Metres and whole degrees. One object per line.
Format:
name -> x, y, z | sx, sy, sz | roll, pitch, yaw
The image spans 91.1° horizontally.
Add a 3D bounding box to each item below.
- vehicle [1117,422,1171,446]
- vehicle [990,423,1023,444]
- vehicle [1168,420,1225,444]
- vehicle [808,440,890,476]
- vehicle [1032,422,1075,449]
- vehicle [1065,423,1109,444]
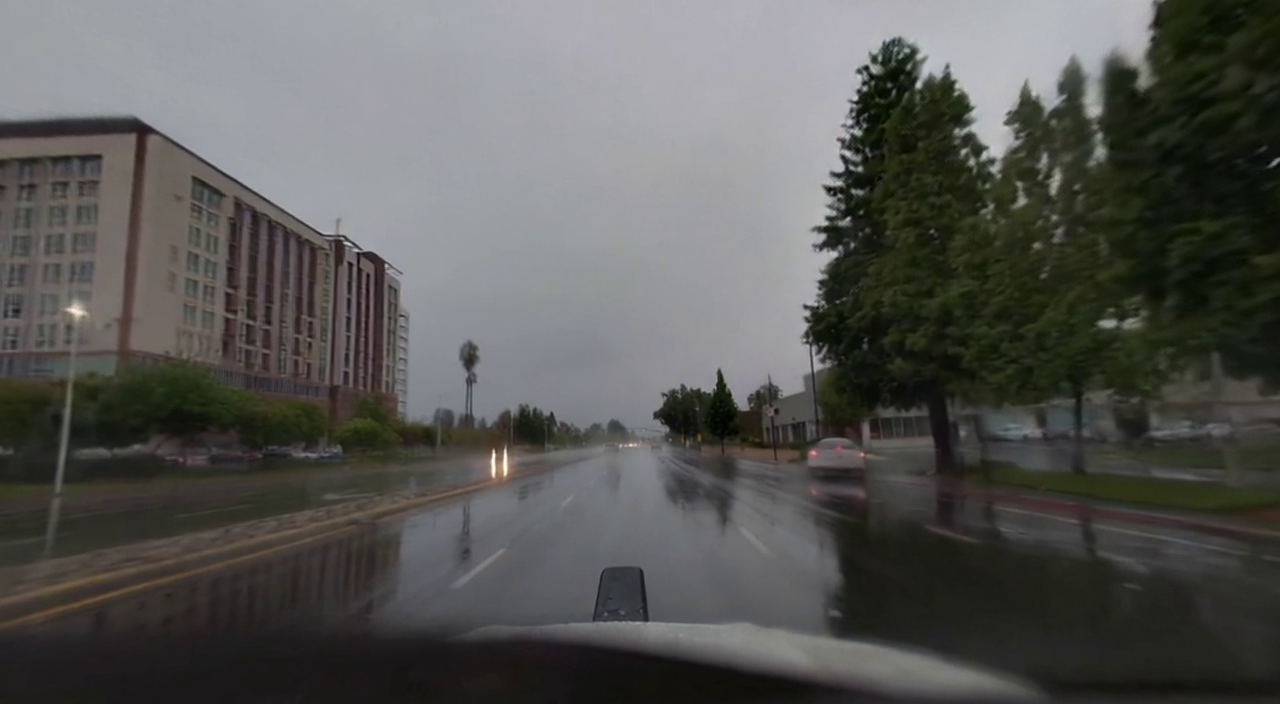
vehicle -> 33.712, 5.529, 42.132 | 1.916, 1.491, 4.491 | -4, -9, 28
vehicle -> 28.482, 6.369, 48.873 | 1.797, 1.498, 4.412 | -3, -9, 25
vehicle -> 36.549, 5.327, 41.309 | 1.778, 1.477, 3.942 | -4, -9, 27
vehicle -> 10.922, 5.434, 32.601 | 2.129, 1.696, 5.061 | -7, -11, 42
vehicle -> 28.085, 5.723, 42.755 | 2.042, 1.690, 4.562 | -5, -10, 29
vehicle -> 33.707, 6.189, 47.442 | 1.977, 1.511, 4.134 | -4, -9, 26
